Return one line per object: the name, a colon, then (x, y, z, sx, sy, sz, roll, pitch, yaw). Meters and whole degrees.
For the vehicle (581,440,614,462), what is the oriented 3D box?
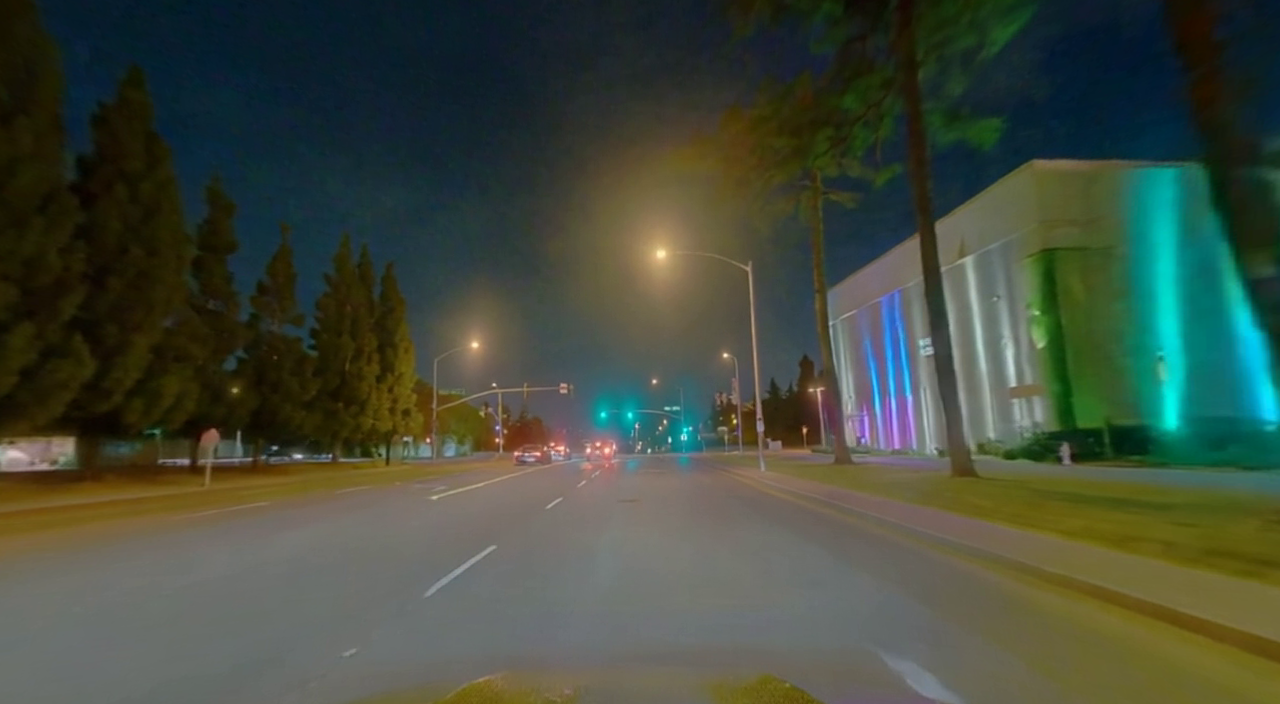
vehicle: (-3.192, 7.513, 47.807, 2.043, 1.636, 4.320, 0, -8, 2)

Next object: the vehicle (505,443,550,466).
vehicle: (-7.515, 6.903, 42.445, 2.030, 1.440, 4.464, 0, -8, 2)
